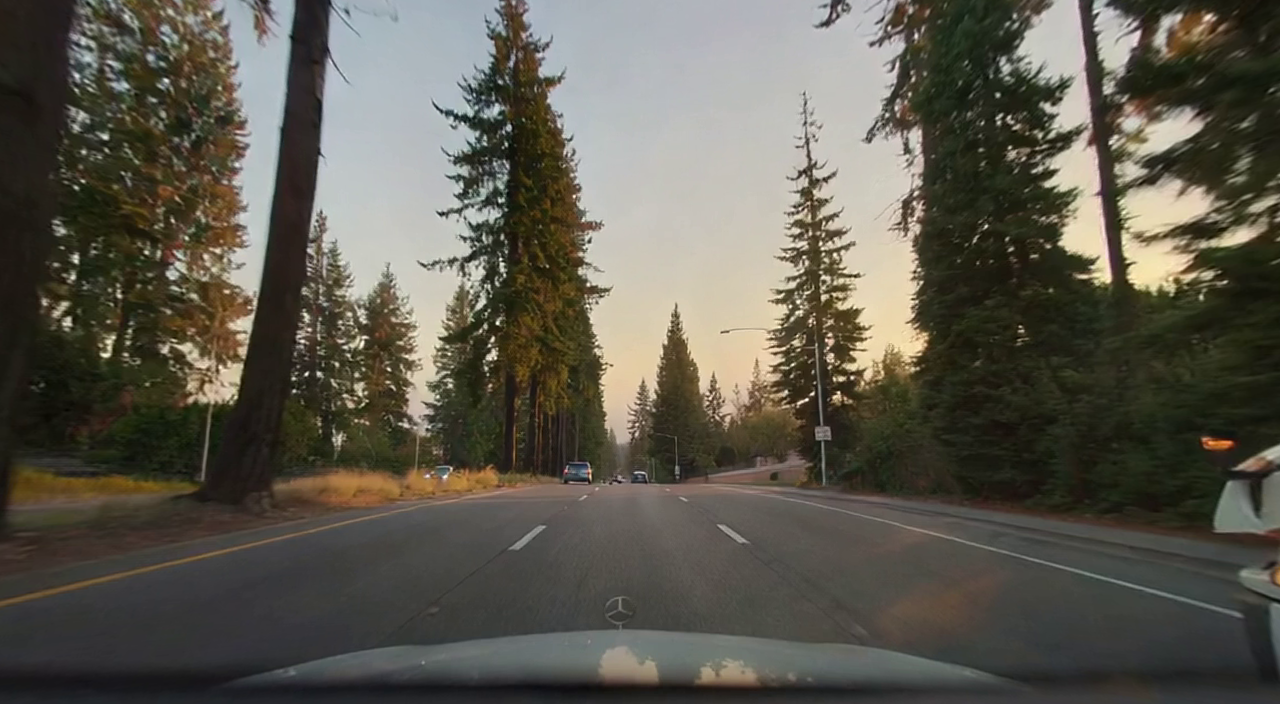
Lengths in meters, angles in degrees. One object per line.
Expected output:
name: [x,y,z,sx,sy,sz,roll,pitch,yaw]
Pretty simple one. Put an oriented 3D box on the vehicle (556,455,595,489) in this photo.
vehicle: [-4.591,8.616,45.802,2.323,2.252,4.808,0,-9,-1]
